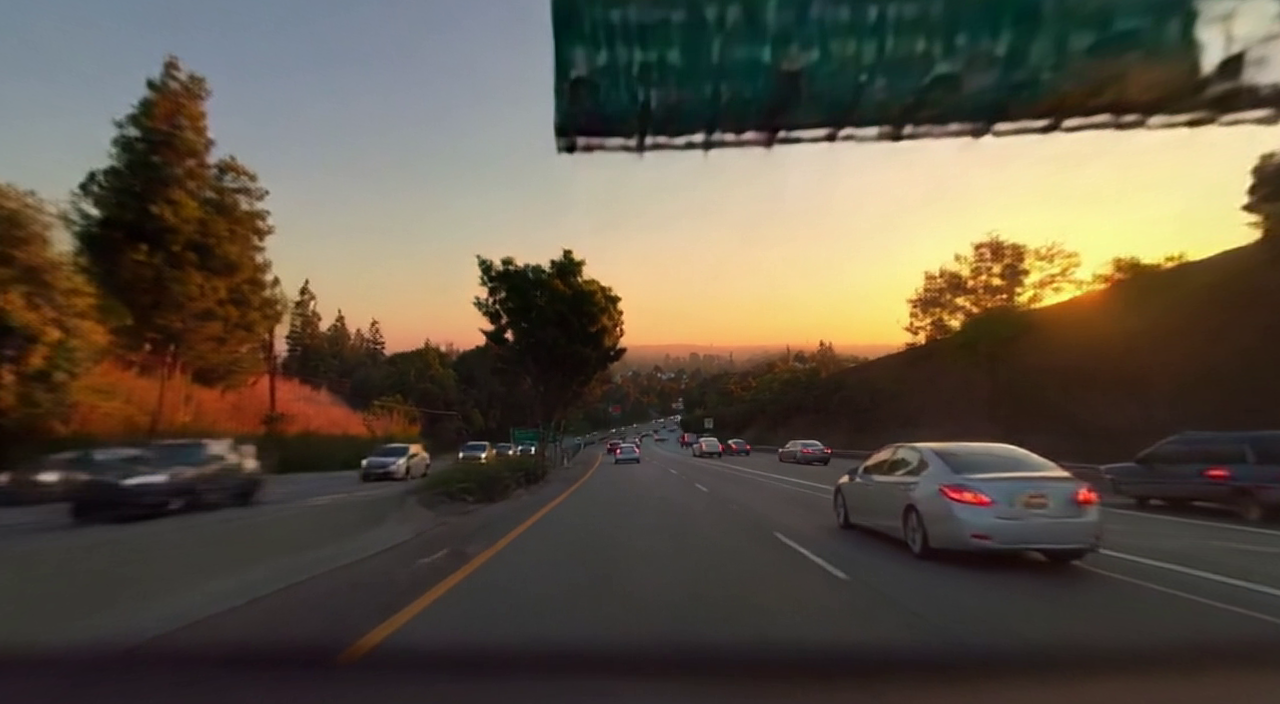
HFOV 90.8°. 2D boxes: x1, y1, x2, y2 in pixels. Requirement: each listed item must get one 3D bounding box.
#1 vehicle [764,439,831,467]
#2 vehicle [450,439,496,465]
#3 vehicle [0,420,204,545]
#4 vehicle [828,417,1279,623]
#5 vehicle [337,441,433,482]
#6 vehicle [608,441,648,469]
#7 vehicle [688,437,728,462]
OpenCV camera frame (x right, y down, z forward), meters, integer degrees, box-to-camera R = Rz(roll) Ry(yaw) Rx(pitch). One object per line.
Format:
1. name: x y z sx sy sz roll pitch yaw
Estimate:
1. vehicle: 9.061 5.829 36.733 2.196 1.494 4.735 1 -8 -7
2. vehicle: -11.158 6.738 42.586 2.113 1.629 4.629 1 -8 -4
3. vehicle: -10.043 2.109 10.756 2.017 1.735 4.581 0 -8 -2
4. vehicle: 3.804 1.553 6.877 1.972 1.488 4.335 0 -8 -3
5. vehicle: -10.010 4.296 25.248 1.924 1.466 4.808 0 -8 -2
6. vehicle: -0.762 5.935 36.764 2.090 1.510 4.280 1 -8 -4
7. vehicle: 4.793 6.945 45.096 2.094 1.652 3.955 1 -8 -6
